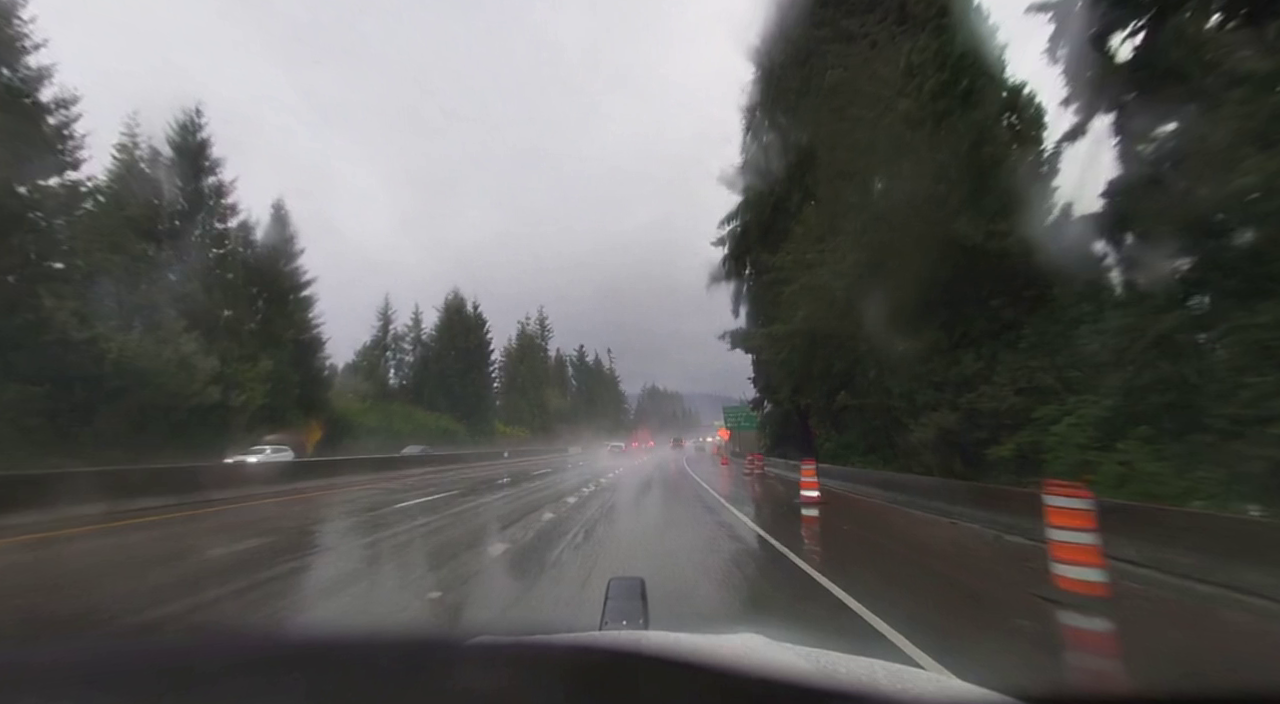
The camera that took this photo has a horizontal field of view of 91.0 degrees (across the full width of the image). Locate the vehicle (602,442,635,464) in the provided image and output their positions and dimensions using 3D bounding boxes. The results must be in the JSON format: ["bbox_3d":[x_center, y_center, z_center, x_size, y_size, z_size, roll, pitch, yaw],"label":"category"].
[{"bbox_3d":[-1.479,7.131,44.502,2.118,1.475,4.263,0,-8,1],"label":"vehicle"}]

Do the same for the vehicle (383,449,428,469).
[{"bbox_3d":[-18.030,8.197,48.497,1.884,1.459,3.767,0,-8,2],"label":"vehicle"}]

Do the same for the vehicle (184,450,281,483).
[{"bbox_3d":[-19.606,5.498,30.528,1.856,1.473,4.055,0,-8,2],"label":"vehicle"}]
